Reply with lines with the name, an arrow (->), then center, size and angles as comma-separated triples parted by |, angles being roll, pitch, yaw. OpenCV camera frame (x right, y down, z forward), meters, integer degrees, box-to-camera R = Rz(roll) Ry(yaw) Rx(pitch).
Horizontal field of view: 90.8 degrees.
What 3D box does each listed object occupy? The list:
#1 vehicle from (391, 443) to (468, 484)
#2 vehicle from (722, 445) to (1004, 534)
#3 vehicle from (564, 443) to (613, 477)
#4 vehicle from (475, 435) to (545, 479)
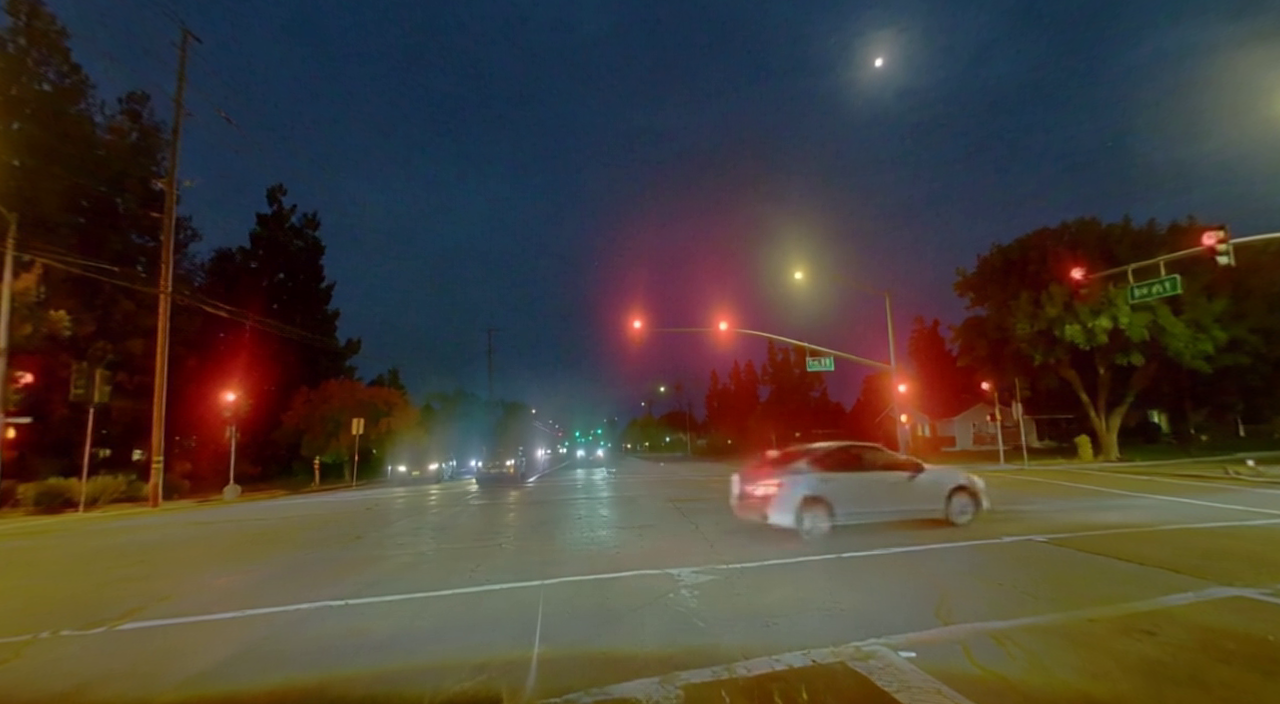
vehicle -> -10.179, 5.401, 30.982 | 2.241, 1.819, 4.690 | 0, -9, -1
vehicle -> 4.036, 2.441, 11.748 | 4.443, 1.367, 2.197 | 2, -9, -16
vehicle -> -2.425, 5.231, 30.930 | 2.174, 1.477, 4.805 | 0, -9, -2
vehicle -> -6.400, 5.246, 31.777 | 2.479, 1.977, 5.254 | 0, -9, -1
